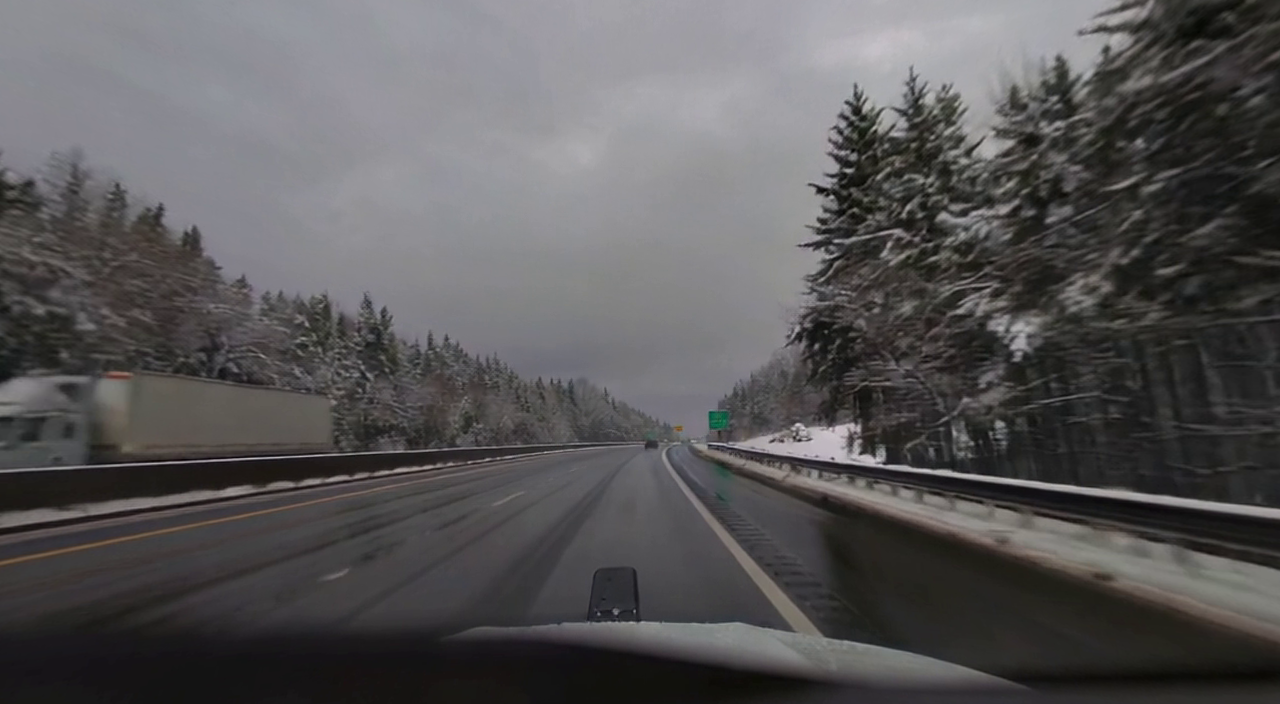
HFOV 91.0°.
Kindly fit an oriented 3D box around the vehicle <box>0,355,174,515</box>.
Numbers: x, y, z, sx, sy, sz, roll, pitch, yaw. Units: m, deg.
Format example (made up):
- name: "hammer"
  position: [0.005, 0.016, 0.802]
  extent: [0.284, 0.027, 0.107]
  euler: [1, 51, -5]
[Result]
- name: "vehicle"
  position: [-17.561, 2.474, 18.471]
  extent: [3.016, 3.977, 5.961]
  euler: [0, -8, 0]
